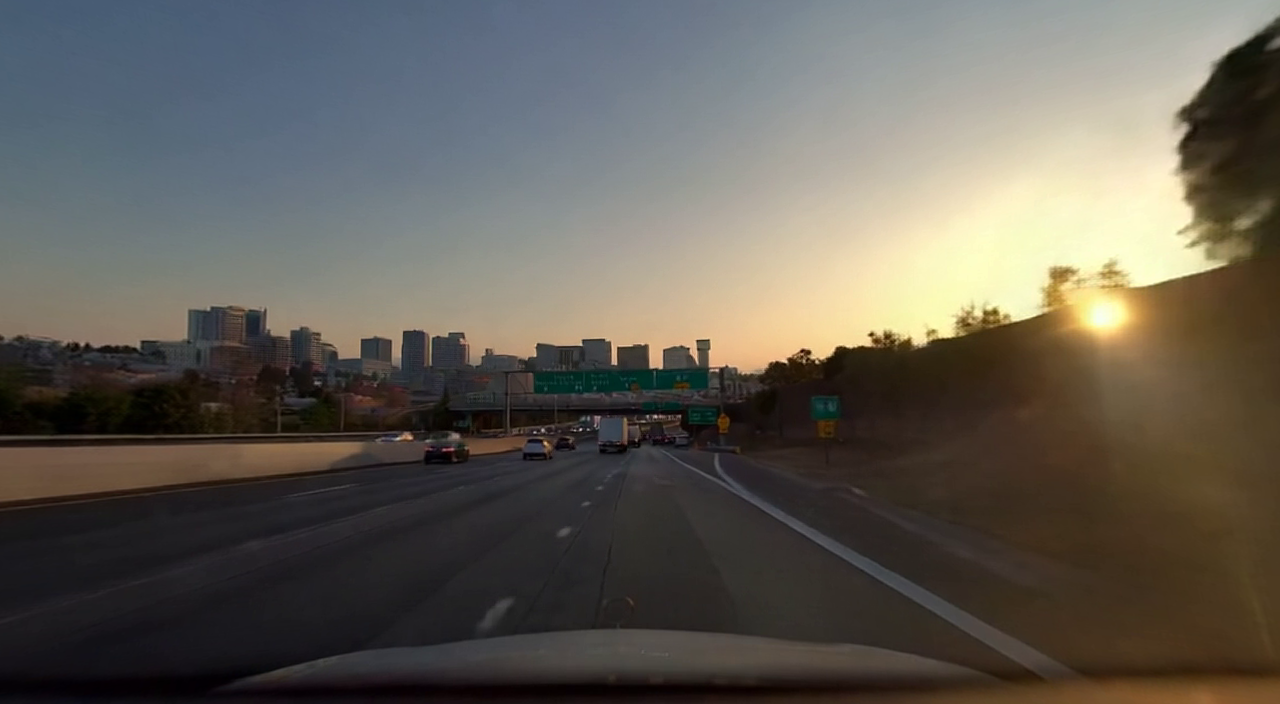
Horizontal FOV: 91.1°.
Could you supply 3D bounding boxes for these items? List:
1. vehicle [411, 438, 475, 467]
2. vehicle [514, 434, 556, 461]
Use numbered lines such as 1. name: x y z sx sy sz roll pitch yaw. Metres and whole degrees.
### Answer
1. vehicle: -10.289 5.251 33.168 1.976 1.413 4.088 0 -7 1
2. vehicle: -6.741 6.154 40.704 1.979 1.646 4.096 0 -7 0
